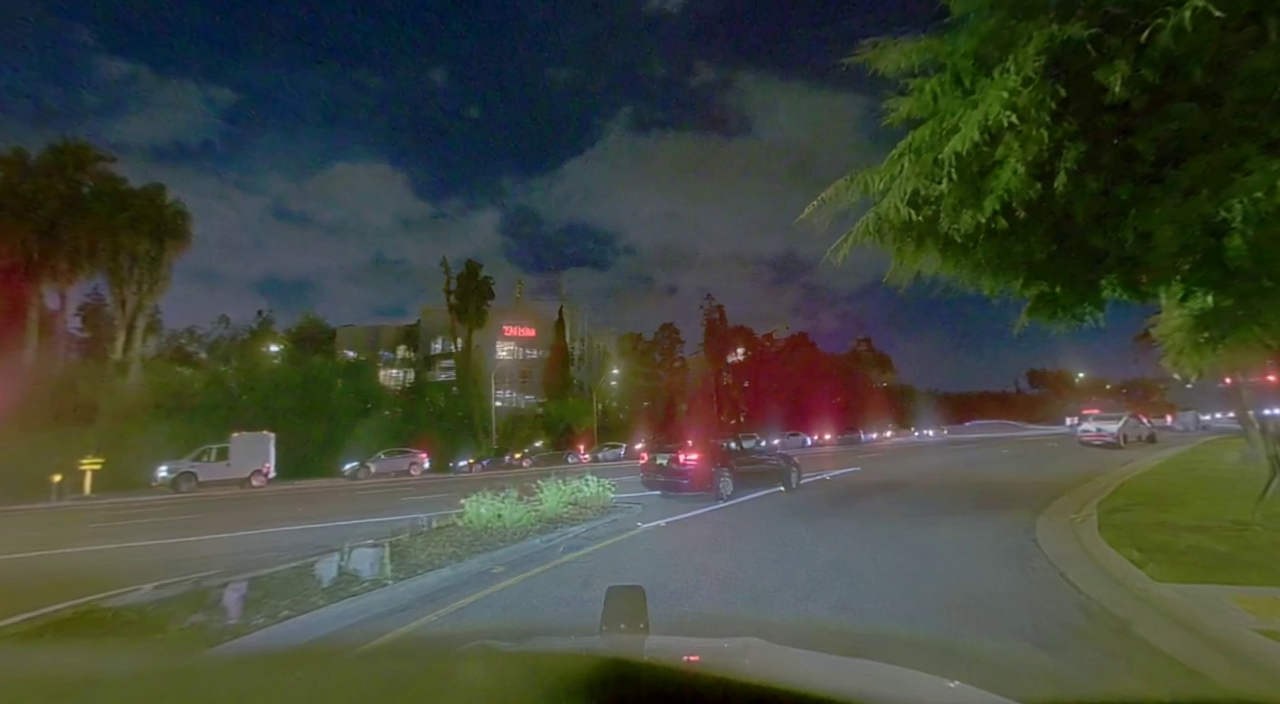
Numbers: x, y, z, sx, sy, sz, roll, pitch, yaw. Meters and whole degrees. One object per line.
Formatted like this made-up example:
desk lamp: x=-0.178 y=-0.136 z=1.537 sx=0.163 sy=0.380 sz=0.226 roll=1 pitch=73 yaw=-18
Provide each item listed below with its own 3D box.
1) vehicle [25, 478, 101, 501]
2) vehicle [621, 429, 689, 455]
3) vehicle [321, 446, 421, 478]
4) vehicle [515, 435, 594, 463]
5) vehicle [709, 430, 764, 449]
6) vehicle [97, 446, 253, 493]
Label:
vehicle: x=-42.238 y=10.044 z=46.134 sx=4.321 sy=1.502 sz=1.782 roll=-2 pitch=-9 yaw=13
vehicle: x=1.114 y=6.427 z=44.918 sx=4.662 sy=1.758 sz=1.969 roll=7 pitch=-11 yaw=-39
vehicle: x=-13.977 y=5.679 z=32.842 sx=4.399 sy=1.497 sz=1.777 roll=7 pitch=-11 yaw=-38
vehicle: x=-5.312 y=6.094 z=39.589 sx=4.600 sy=1.642 sz=1.876 roll=7 pitch=-11 yaw=-40
vehicle: x=7.660 y=6.959 z=49.887 sx=4.377 sy=1.473 sz=1.832 roll=7 pitch=-11 yaw=-38
vehicle: x=-20.290 y=5.089 z=27.715 sx=5.256 sy=1.838 sz=2.002 roll=7 pitch=-11 yaw=-38
